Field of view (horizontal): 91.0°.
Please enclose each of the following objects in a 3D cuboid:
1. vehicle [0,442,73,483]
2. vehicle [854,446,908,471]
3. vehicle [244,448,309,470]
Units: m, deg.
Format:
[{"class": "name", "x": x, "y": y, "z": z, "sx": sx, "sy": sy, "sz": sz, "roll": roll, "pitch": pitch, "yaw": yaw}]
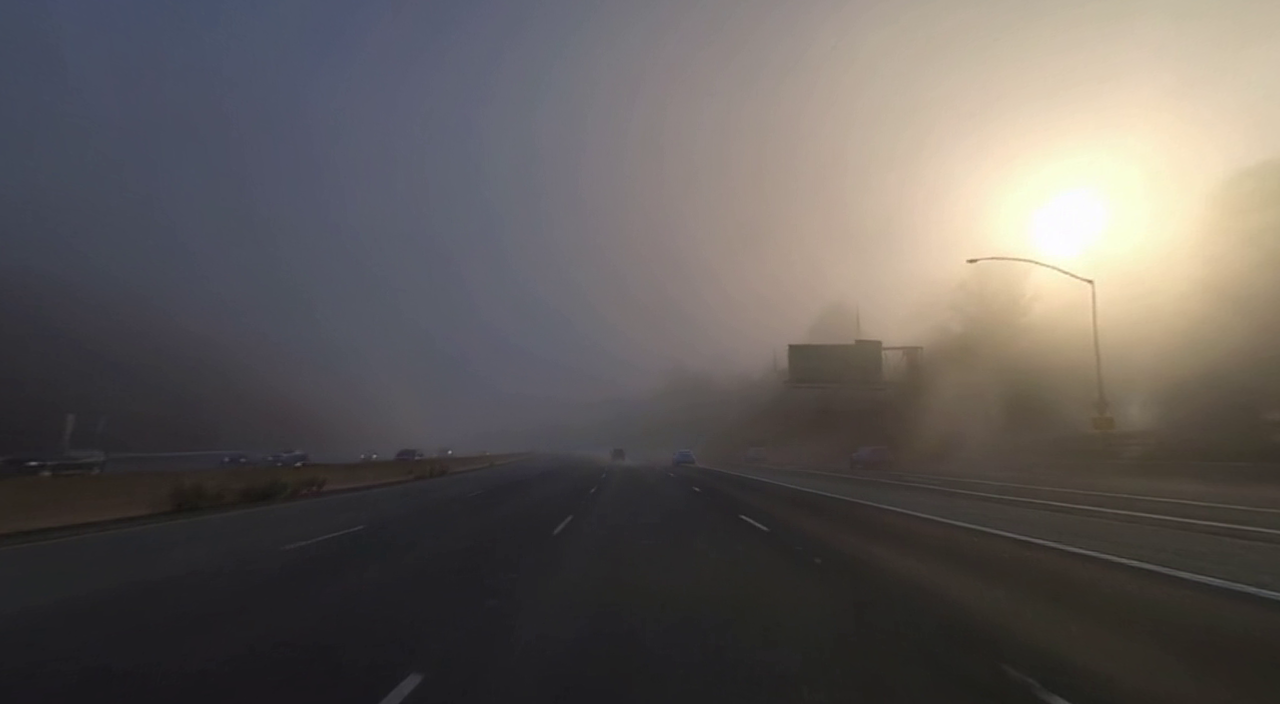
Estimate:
[{"class": "vehicle", "x": -27.603, "y": 4.760, "z": 27.271, "sx": 1.937, "sy": 1.701, "sz": 4.515, "roll": 0, "pitch": -9, "yaw": -2}, {"class": "vehicle", "x": 16.273, "y": 7.217, "z": 42.699, "sx": 1.955, "sy": 1.607, "sz": 4.232, "roll": 0, "pitch": -9, "yaw": 0}, {"class": "vehicle", "x": -26.577, "y": 7.827, "z": 46.249, "sx": 1.922, "sy": 1.519, "sz": 4.830, "roll": 0, "pitch": -9, "yaw": -1}]
